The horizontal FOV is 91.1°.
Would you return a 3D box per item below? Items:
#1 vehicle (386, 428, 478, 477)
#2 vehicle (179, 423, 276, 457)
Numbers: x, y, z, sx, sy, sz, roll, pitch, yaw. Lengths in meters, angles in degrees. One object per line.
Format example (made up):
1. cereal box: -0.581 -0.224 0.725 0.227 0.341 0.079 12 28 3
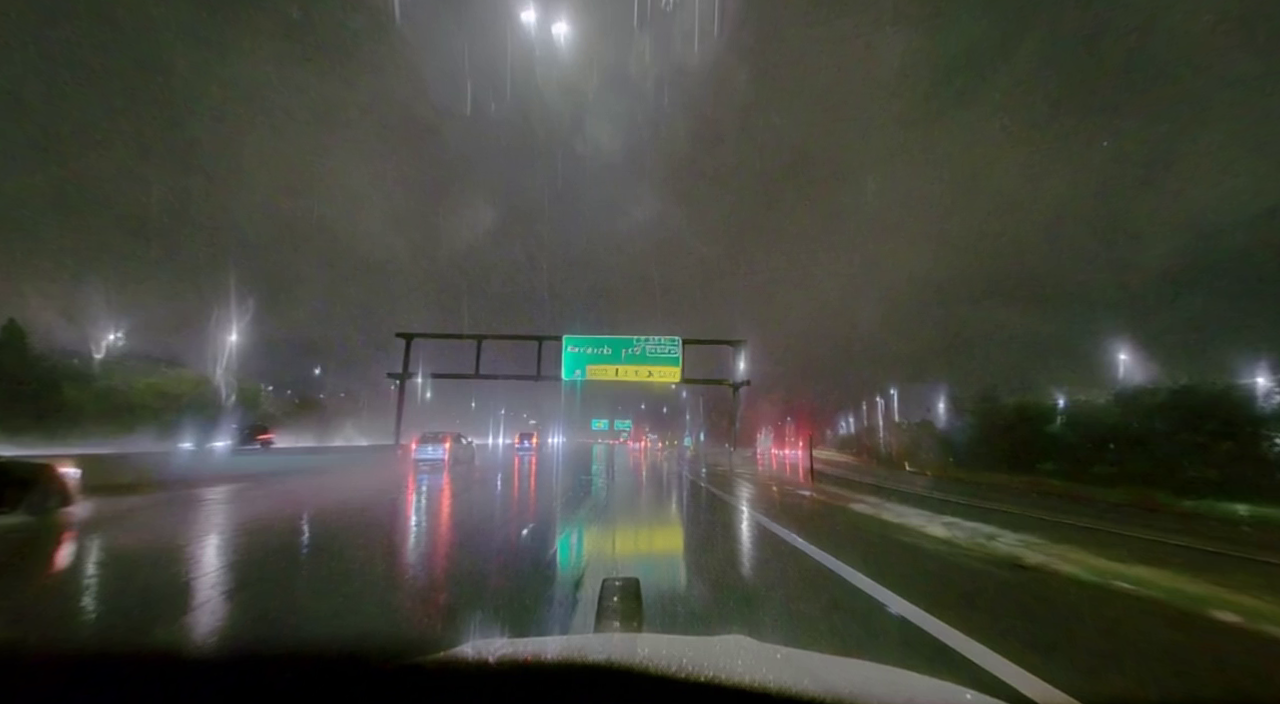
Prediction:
1. vehicle: -7.518 3.656 23.188 1.979 1.646 4.096 0 -8 0
2. vehicle: -20.428 4.378 31.413 1.878 1.549 4.398 0 -8 0
